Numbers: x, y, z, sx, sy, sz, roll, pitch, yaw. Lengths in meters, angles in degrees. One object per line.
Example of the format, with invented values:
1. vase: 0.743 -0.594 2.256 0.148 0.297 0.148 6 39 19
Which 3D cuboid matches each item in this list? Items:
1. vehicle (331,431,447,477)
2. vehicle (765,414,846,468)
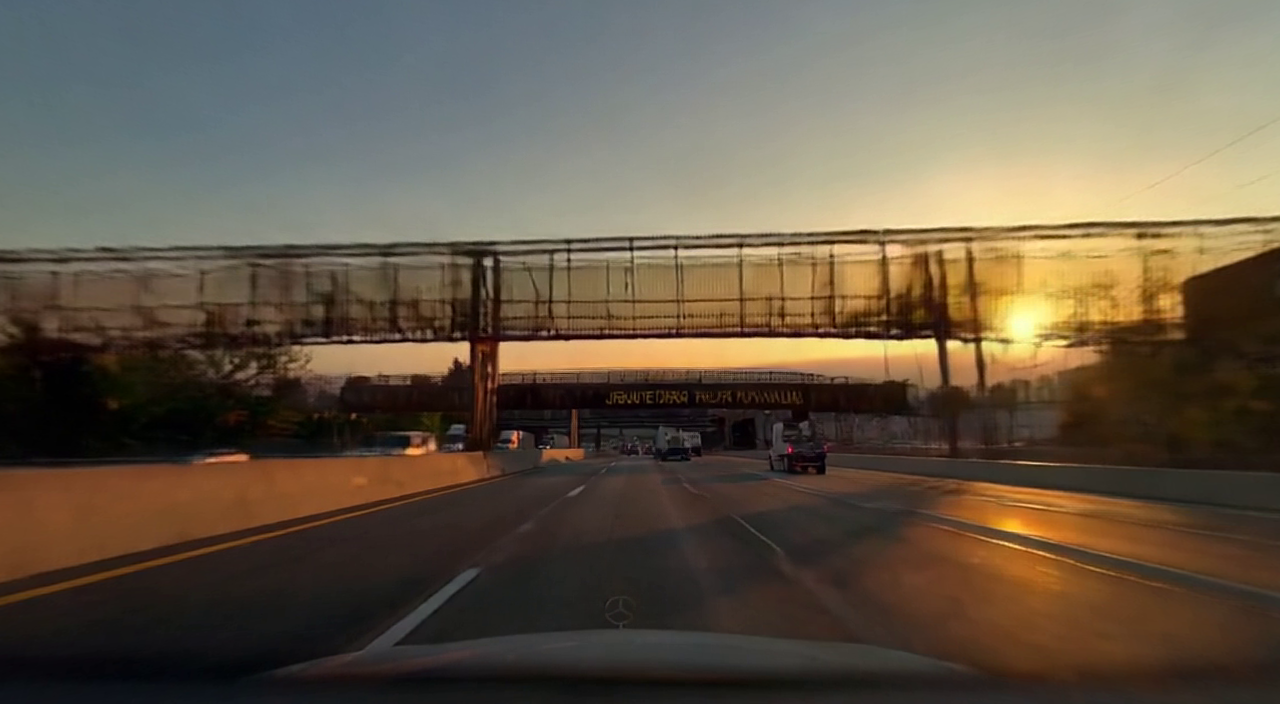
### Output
1. vehicle: -10.100 4.186 26.094 2.470 1.699 5.547 0 -9 1
2. vehicle: 11.175 6.230 43.894 2.912 3.293 9.588 0 -9 -1
